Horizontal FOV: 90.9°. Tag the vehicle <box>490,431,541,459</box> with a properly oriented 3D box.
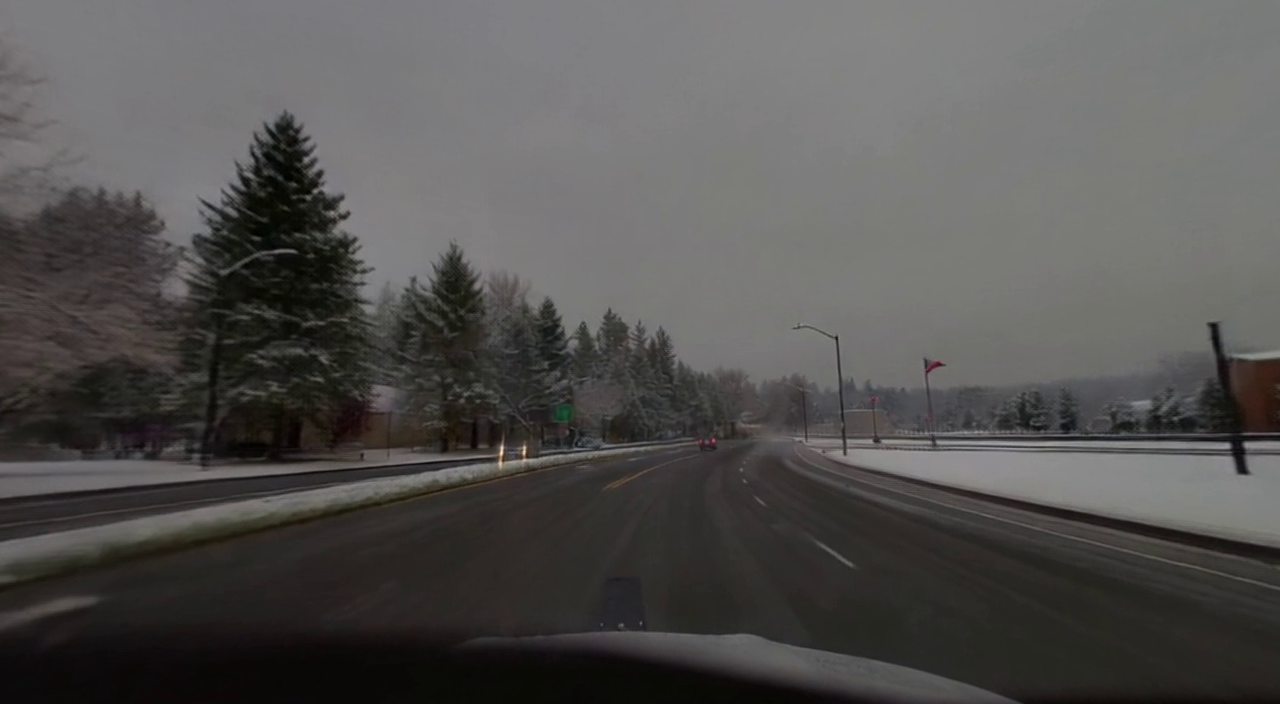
[{"bbox_3d":[-9.079,6.858,46.594,2.080,1.984,4.778,-2,-8,10],"label":"vehicle"}]
